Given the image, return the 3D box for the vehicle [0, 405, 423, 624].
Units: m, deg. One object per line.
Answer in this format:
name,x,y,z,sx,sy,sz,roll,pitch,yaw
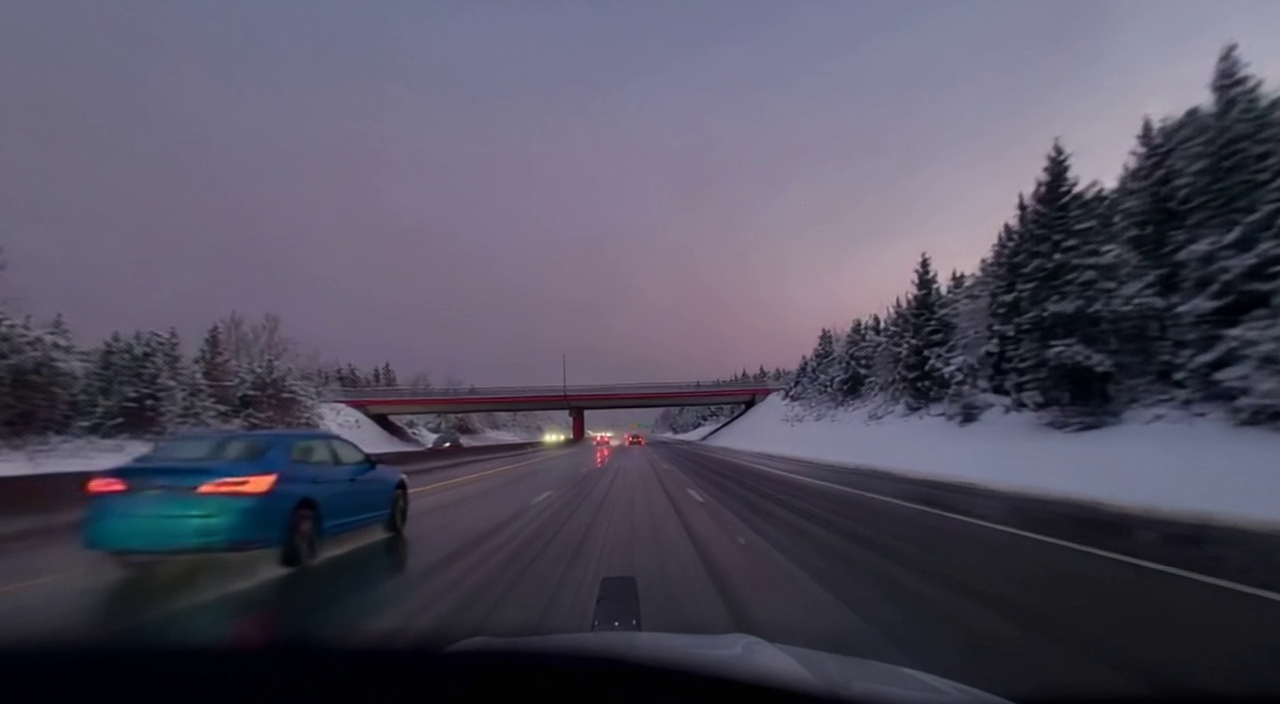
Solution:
vehicle,-4.128,1.458,6.753,2.074,1.535,4.437,0,-8,-1
